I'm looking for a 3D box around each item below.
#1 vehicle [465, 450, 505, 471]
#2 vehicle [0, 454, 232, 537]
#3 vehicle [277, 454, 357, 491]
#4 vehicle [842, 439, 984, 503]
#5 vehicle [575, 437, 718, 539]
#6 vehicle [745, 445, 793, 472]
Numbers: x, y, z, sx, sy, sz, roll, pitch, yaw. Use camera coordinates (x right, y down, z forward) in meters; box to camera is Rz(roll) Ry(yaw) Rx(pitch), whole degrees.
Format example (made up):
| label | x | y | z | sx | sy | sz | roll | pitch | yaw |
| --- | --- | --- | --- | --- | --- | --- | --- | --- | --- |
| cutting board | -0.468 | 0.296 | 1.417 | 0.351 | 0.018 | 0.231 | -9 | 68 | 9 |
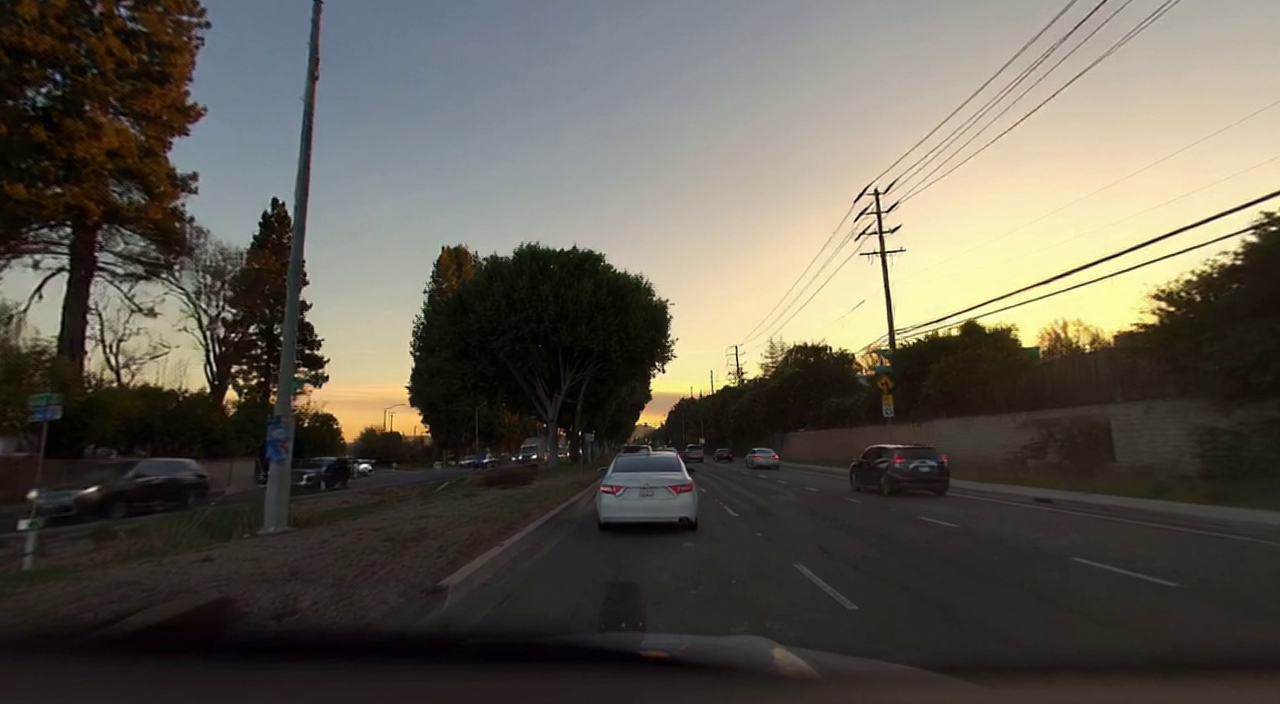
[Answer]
| label | x | y | z | sx | sy | sz | roll | pitch | yaw |
| --- | --- | --- | --- | --- | --- | --- | --- | --- | --- |
| vehicle | -12.124 | 8.532 | 49.695 | 1.942 | 1.481 | 4.621 | 0 | -8 | 0 |
| vehicle | -11.828 | 3.110 | 14.359 | 1.988 | 1.486 | 4.586 | 0 | -8 | 0 |
| vehicle | -15.042 | 5.595 | 29.558 | 1.701 | 1.494 | 3.791 | 0 | -8 | 0 |
| vehicle | 7.153 | 3.142 | 17.124 | 1.850 | 1.480 | 4.474 | 0 | -8 | 0 |
| vehicle | 0.092 | 2.301 | 11.325 | 2.108 | 1.479 | 3.935 | 0 | -8 | 0 |
| vehicle | 7.631 | 6.333 | 37.781 | 1.899 | 1.458 | 4.499 | 0 | -8 | -1 |
